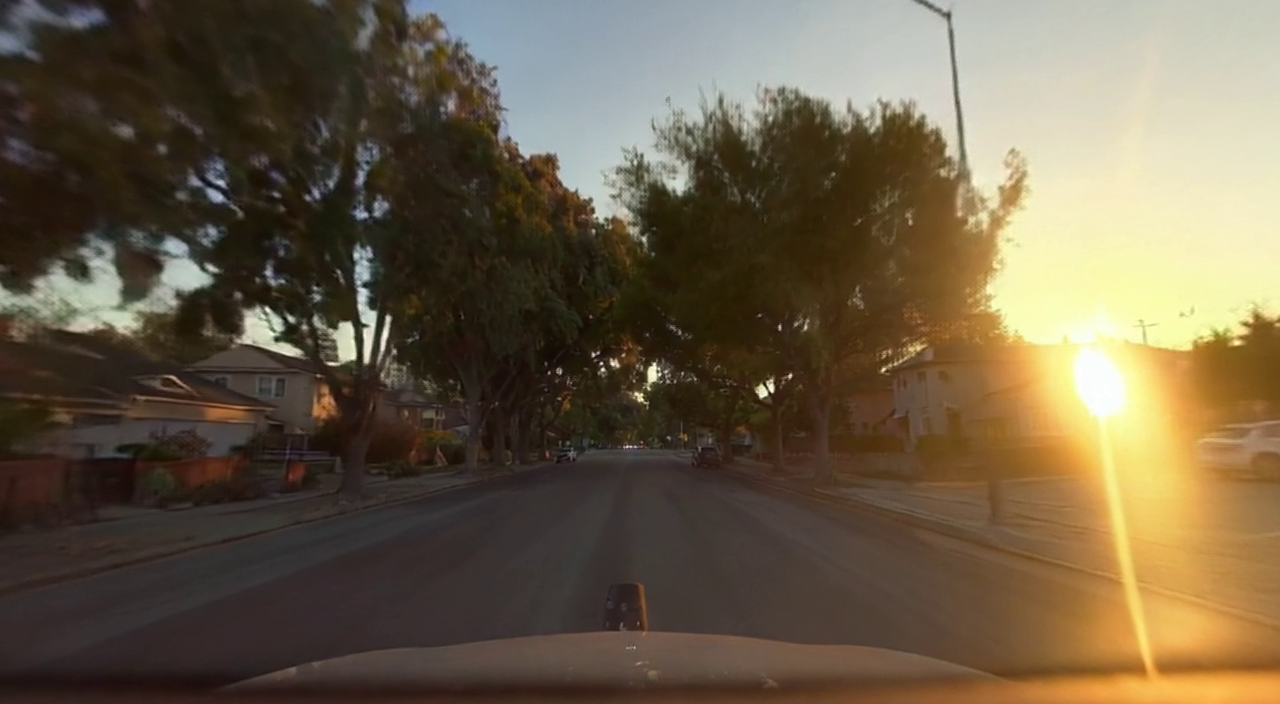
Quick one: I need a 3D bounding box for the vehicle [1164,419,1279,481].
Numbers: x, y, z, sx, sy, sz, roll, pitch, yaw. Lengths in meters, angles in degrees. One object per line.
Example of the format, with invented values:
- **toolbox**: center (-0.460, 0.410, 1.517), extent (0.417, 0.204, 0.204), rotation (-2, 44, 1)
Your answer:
- **vehicle**: center (16.669, 2.531, 16.443), extent (4.257, 1.473, 1.999), rotation (0, -8, -1)
